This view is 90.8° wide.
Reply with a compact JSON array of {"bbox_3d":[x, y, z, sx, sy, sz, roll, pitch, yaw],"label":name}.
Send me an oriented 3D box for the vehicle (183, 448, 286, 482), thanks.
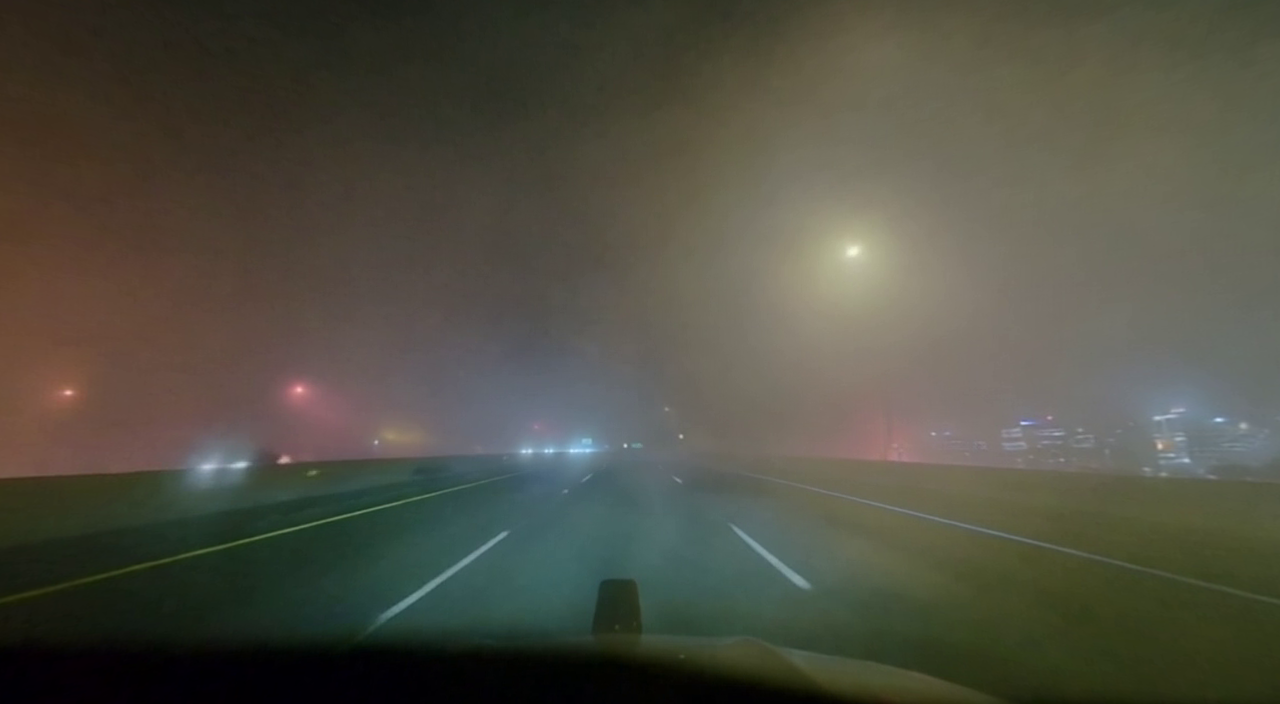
[{"bbox_3d":[-19.899,5.545,31.289,1.983,1.509,4.699,0,-9,-1],"label":"vehicle"}]
